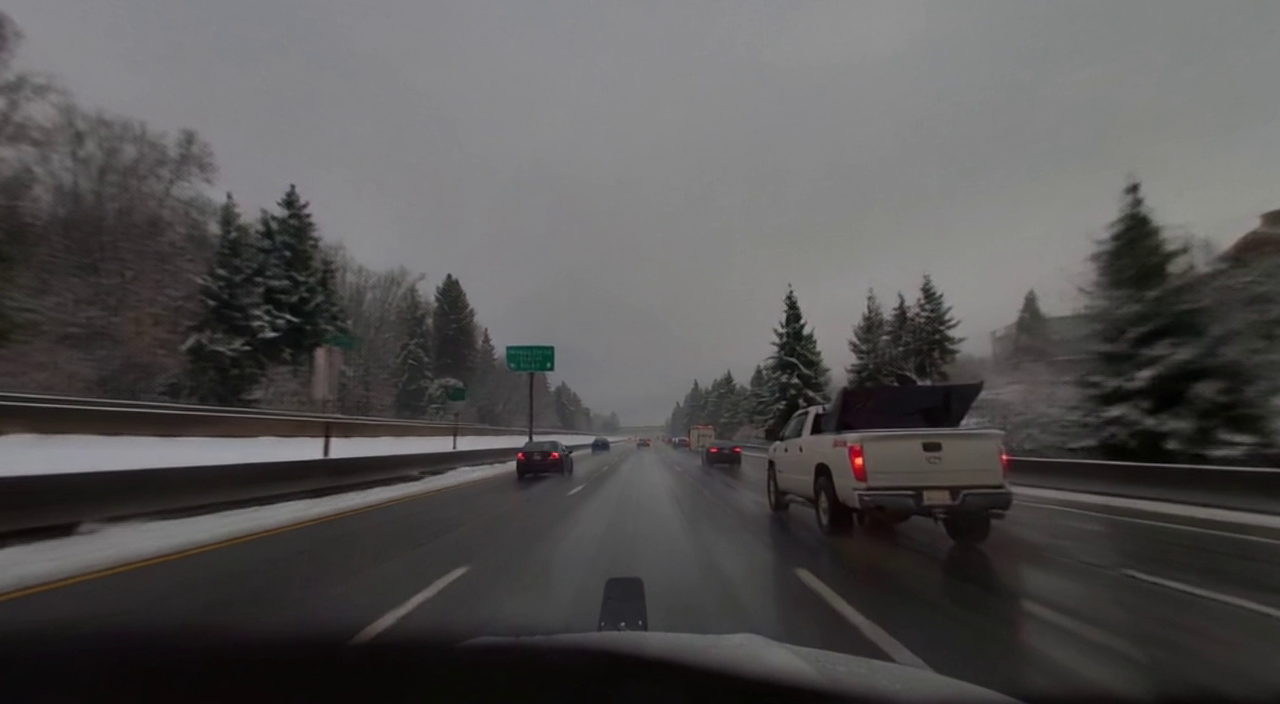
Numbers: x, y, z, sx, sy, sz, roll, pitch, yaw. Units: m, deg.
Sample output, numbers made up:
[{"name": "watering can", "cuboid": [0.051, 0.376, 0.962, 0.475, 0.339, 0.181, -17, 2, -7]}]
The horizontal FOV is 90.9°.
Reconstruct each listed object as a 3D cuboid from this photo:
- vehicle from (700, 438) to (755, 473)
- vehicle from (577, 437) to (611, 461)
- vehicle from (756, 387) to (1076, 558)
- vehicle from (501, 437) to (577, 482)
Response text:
[{"name": "vehicle", "cuboid": [3.995, 4.816, 29.491, 1.953, 1.480, 4.053, 0, -8, -1]}, {"name": "vehicle", "cuboid": [-3.256, 6.961, 45.451, 2.020, 1.628, 4.248, 0, -8, 2]}, {"name": "vehicle", "cuboid": [3.646, 1.777, 9.997, 2.517, 1.935, 5.552, 0, -9, 0]}, {"name": "vehicle", "cuboid": [-3.558, 3.867, 22.963, 1.978, 1.473, 4.073, 0, -8, 2]}]
